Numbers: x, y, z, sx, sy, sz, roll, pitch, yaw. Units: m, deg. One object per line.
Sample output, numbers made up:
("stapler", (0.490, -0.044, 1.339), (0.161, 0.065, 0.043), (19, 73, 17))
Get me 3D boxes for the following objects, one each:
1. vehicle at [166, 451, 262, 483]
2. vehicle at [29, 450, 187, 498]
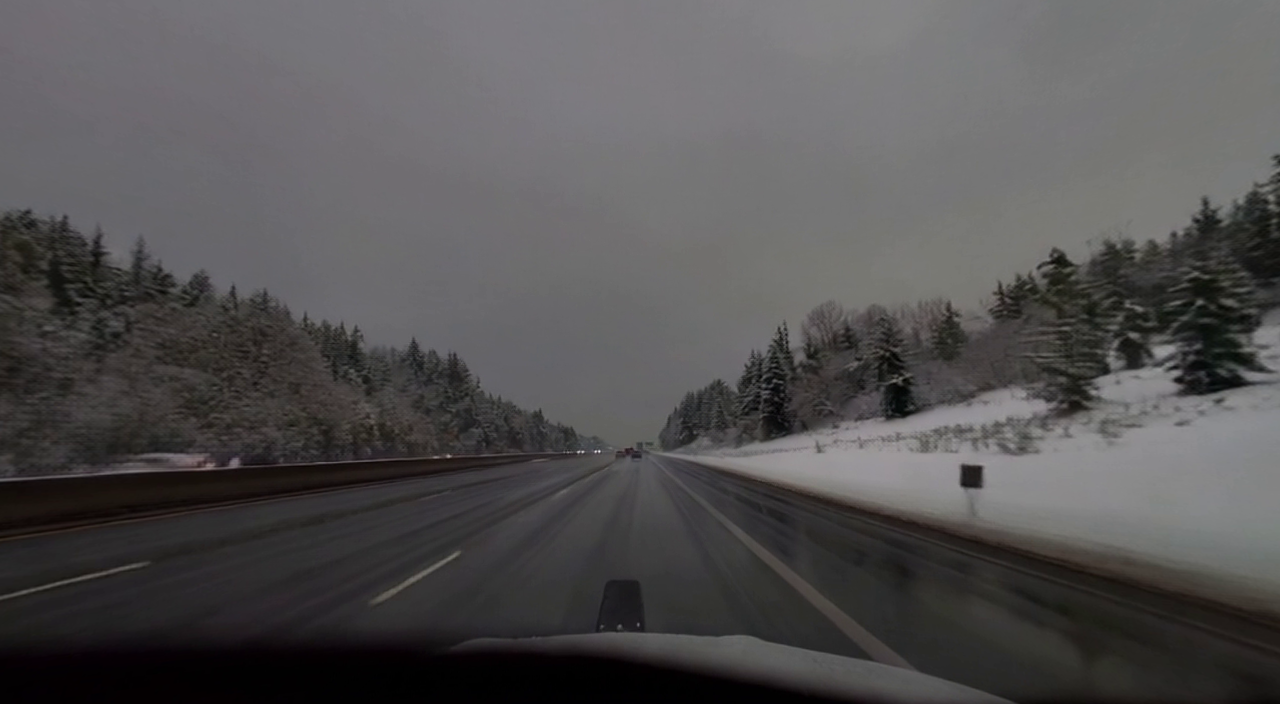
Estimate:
("vehicle", (-21.094, 5.684, 31.483), (1.787, 1.437, 4.161), (-1, -9, 1))
("vehicle", (-21.097, 4.816, 25.388), (2.098, 1.729, 4.844), (0, -9, 0))
